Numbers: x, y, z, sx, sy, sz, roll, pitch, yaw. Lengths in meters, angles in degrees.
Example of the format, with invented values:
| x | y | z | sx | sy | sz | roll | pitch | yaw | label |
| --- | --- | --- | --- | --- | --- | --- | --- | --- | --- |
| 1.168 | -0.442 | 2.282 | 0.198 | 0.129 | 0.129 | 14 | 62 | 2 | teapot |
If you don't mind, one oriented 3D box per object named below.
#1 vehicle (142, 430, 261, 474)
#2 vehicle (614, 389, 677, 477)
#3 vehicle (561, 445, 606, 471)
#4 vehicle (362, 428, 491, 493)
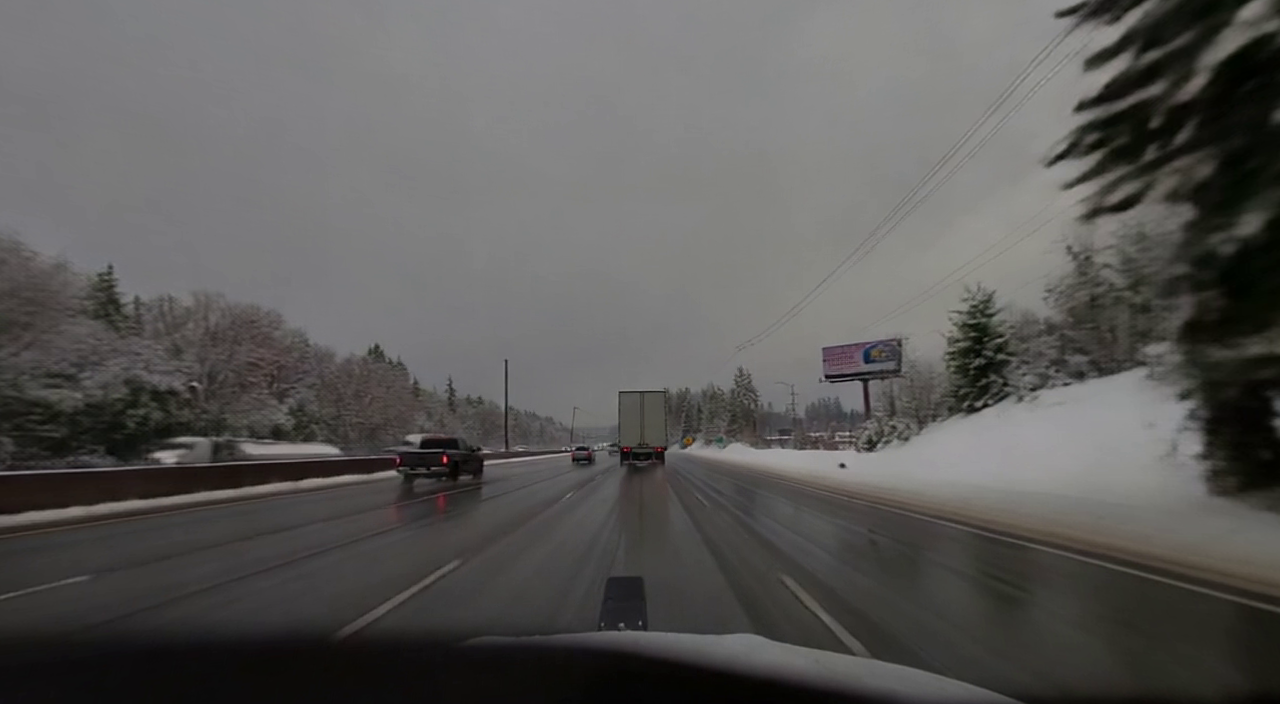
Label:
| x | y | z | sx | sy | sz | roll | pitch | yaw | label |
| --- | --- | --- | --- | --- | --- | --- | --- | --- | --- |
| -32.583 | 7.487 | 47.417 | 3.069 | 3.009 | 8.042 | -1 | -8 | 1 | vehicle |
| 0.412 | 4.586 | 35.010 | 2.879 | 4.027 | 11.243 | -1 | -8 | 2 | vehicle |
| -3.464 | 6.602 | 39.502 | 2.138 | 1.469 | 4.677 | -1 | -8 | 3 | vehicle |
| -7.109 | 3.691 | 21.851 | 2.263 | 1.936 | 5.802 | -1 | -8 | 2 | vehicle |
